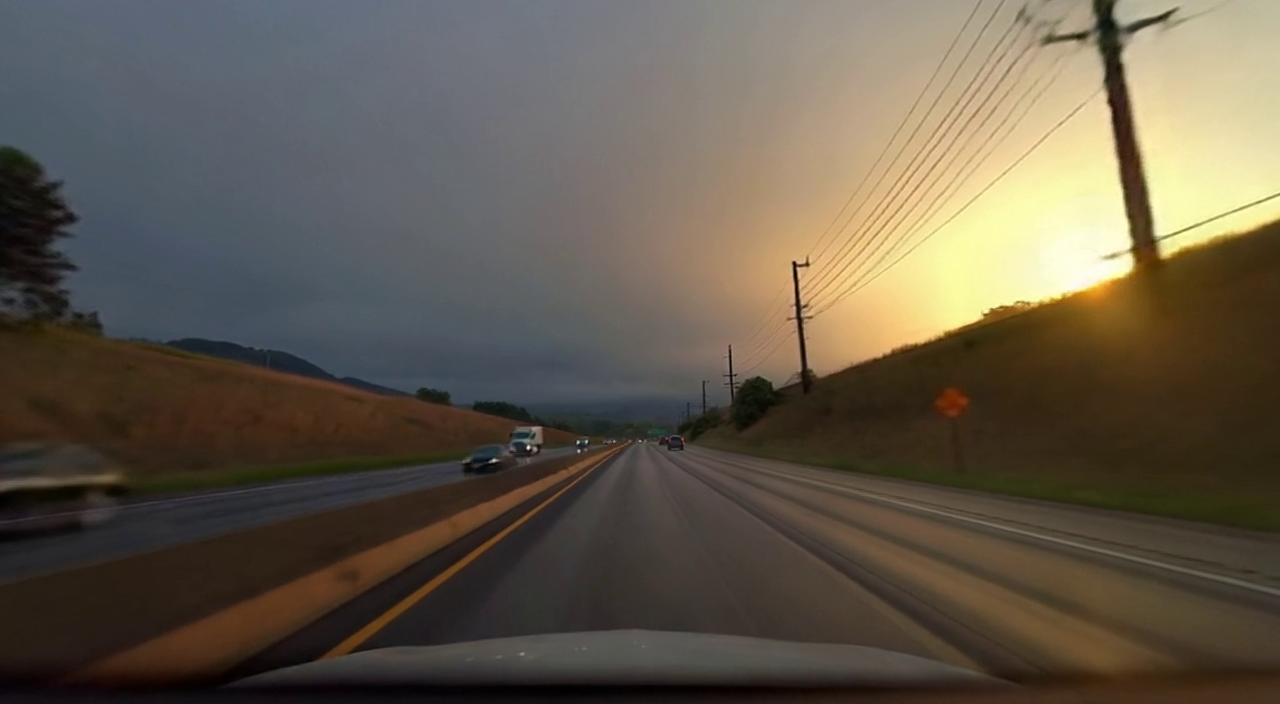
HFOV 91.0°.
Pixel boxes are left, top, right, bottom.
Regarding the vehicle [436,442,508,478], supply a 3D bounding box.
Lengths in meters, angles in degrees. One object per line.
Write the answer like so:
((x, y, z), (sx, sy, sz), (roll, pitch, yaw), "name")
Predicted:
((-7.705, 4.965, 29.355), (2.037, 1.484, 4.694), (-1, -8, 0), "vehicle")
